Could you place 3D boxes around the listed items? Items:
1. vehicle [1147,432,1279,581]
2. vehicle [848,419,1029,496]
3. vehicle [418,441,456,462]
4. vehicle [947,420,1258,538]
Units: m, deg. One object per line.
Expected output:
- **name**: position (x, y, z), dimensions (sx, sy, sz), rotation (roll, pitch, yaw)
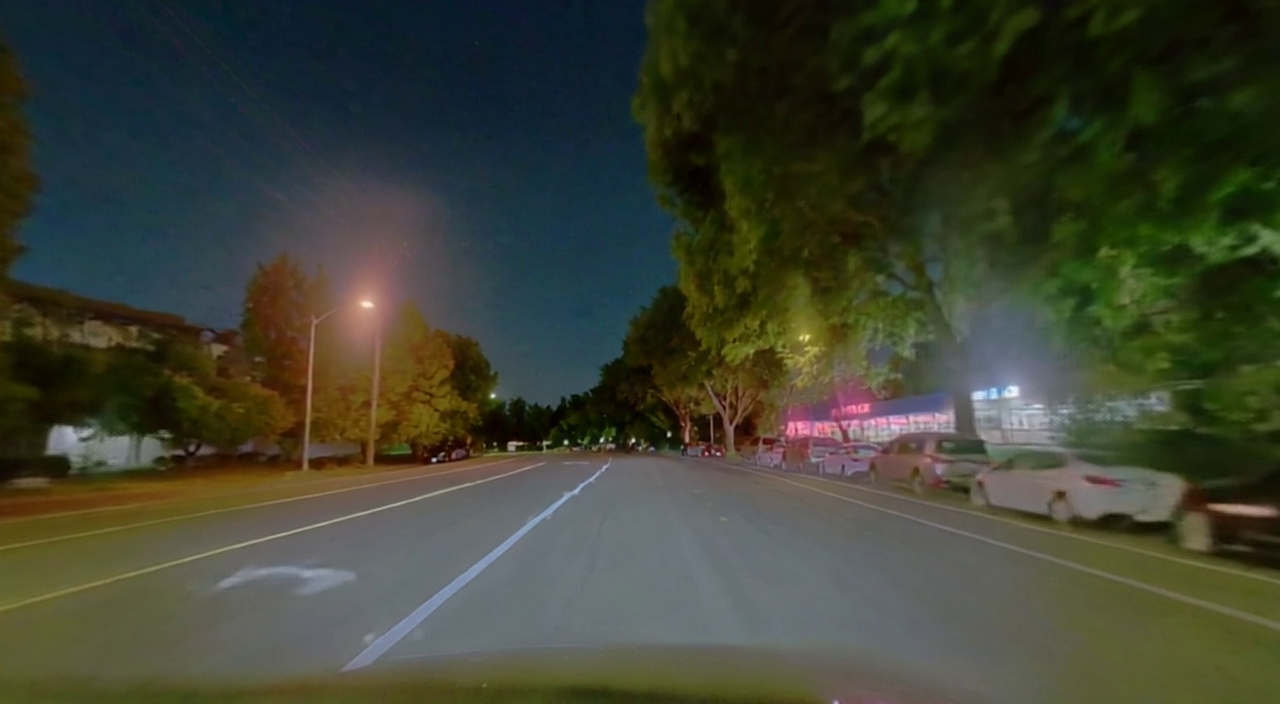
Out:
- **vehicle**: position (7.456, 1.464, 5.763), dimensions (2.057, 1.478, 4.356), rotation (0, -8, 1)
- **vehicle**: position (7.548, 2.749, 16.749), dimensions (2.095, 1.693, 5.173), rotation (0, -8, -2)
- **vehicle**: position (-15.587, 7.664, 48.699), dimensions (2.027, 1.470, 4.550), rotation (1, -9, -8)
- **vehicle**: position (7.642, 2.128, 11.211), dimensions (2.205, 1.658, 4.404), rotation (0, -8, 1)
